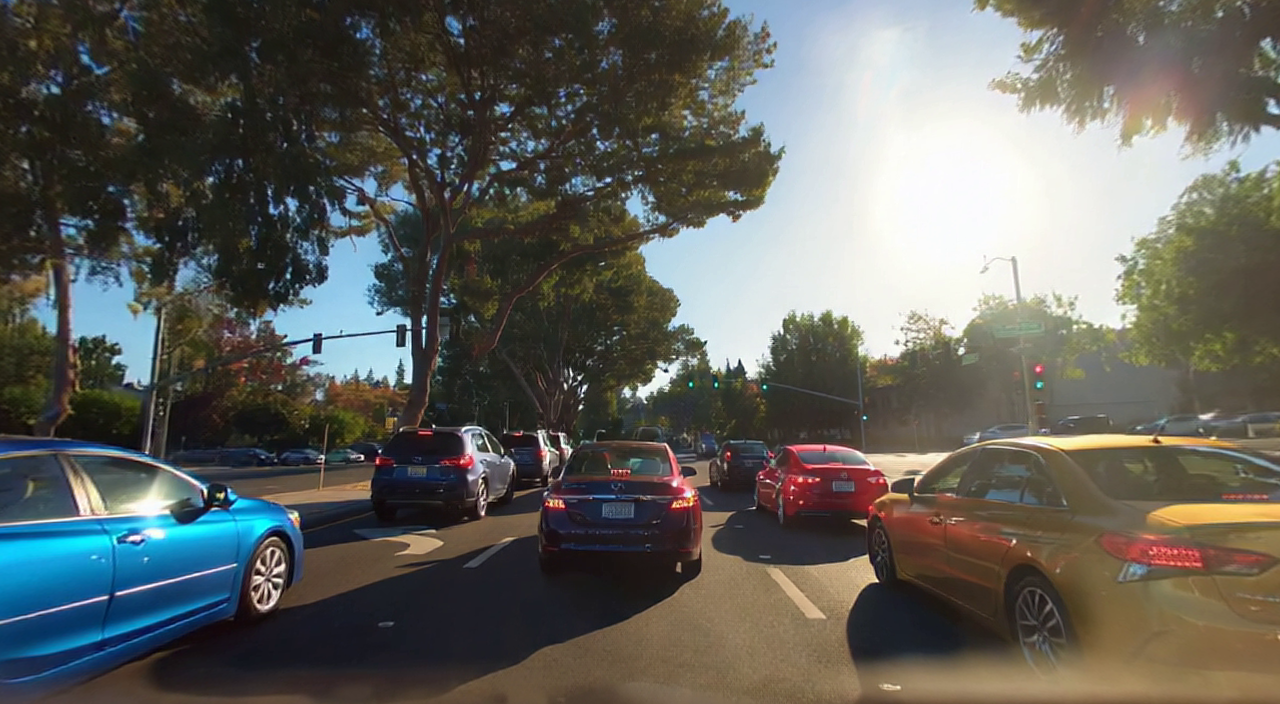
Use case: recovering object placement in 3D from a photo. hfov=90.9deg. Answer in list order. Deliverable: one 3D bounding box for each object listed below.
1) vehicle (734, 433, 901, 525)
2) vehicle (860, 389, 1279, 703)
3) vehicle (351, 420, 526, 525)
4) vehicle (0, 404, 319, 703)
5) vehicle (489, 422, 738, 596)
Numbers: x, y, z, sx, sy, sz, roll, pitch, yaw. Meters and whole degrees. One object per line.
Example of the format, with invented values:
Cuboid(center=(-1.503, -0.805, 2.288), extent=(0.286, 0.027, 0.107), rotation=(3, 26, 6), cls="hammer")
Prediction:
Cuboid(center=(3.180, 2.337, 12.327), extent=(1.975, 1.460, 4.357), rotation=(0, -8, 0), cls="vehicle")
Cuboid(center=(3.134, 1.151, 4.055), extent=(1.903, 1.480, 4.270), rotation=(0, -8, 0), cls="vehicle")
Cuboid(center=(-3.731, 2.315, 12.616), extent=(1.961, 1.714, 4.268), rotation=(0, -8, 2), cls="vehicle")
Cuboid(center=(-3.645, 1.023, 3.003), extent=(1.935, 1.482, 4.433), rotation=(0, -8, -1), cls="vehicle")
Cuboid(center=(-0.264, 1.644, 7.429), extent=(2.147, 1.479, 3.803), rotation=(0, -8, -1), cls="vehicle")
